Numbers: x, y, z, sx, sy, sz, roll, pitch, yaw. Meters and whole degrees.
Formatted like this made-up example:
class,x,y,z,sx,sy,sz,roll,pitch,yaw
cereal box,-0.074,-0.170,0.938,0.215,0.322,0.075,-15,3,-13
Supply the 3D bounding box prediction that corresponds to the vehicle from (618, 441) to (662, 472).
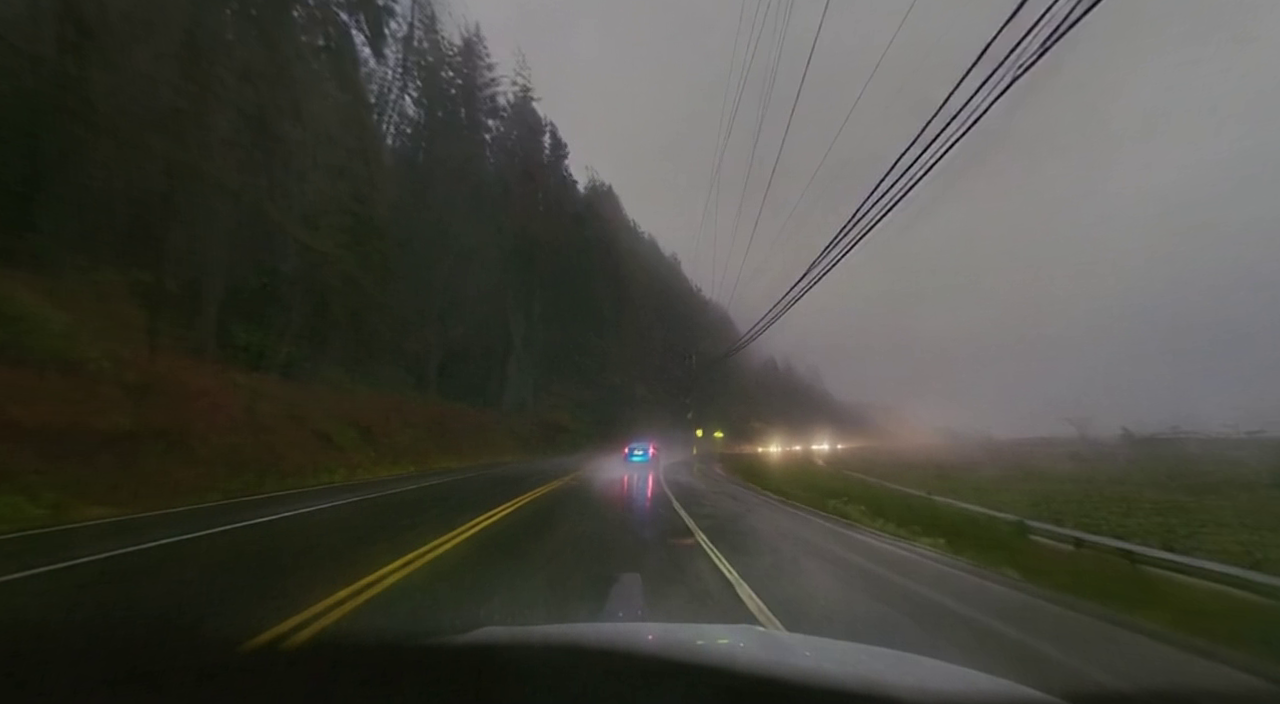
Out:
class,x,y,z,sx,sy,sz,roll,pitch,yaw
vehicle,0.081,5.524,33.479,2.059,1.524,3.963,-1,-9,4
